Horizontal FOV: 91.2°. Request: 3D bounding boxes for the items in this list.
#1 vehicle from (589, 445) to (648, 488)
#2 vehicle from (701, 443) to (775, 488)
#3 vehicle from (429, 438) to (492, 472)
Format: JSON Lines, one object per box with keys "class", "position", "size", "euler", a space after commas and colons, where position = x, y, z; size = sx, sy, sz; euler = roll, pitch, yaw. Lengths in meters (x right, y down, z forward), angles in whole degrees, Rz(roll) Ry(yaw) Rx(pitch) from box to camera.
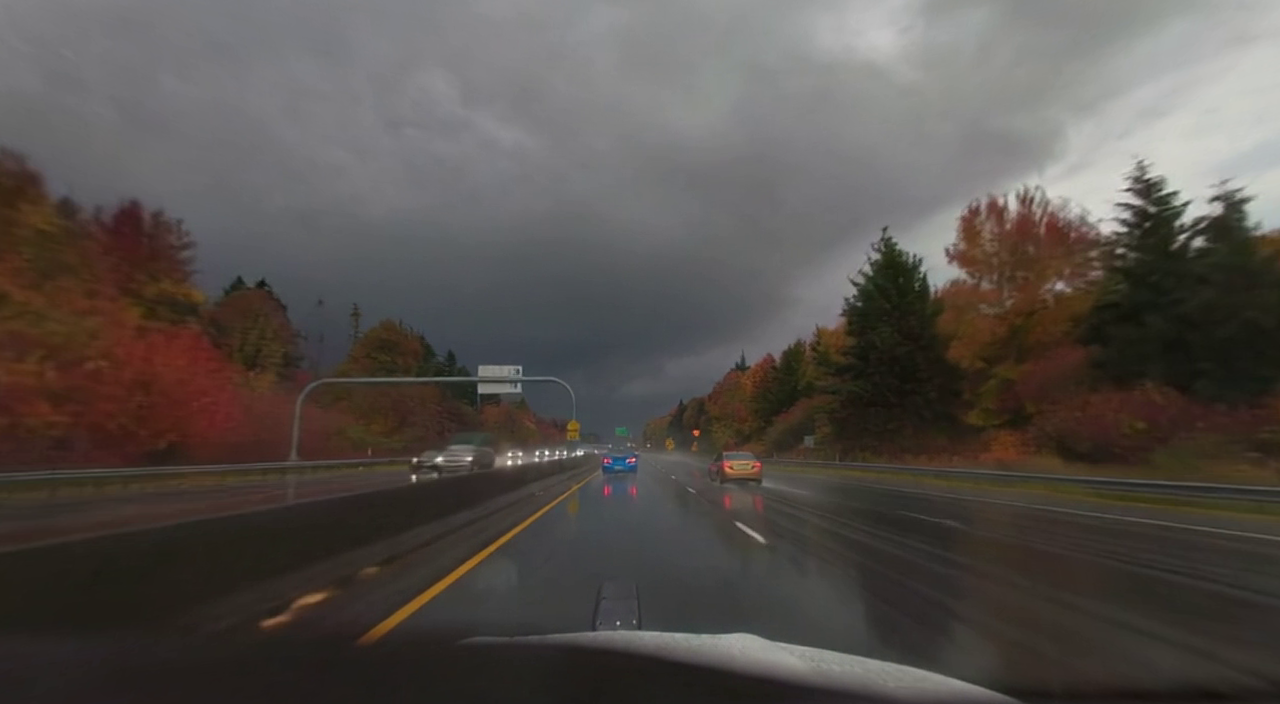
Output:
{"class": "vehicle", "position": [-0.799, 4.512, 25.065], "size": [2.128, 1.516, 4.410], "euler": [0, -9, -1]}
{"class": "vehicle", "position": [3.770, 4.458, 24.930], "size": [2.300, 1.595, 4.144], "euler": [-1, -9, 0]}
{"class": "vehicle", "position": [-9.695, 5.621, 34.250], "size": [2.098, 1.694, 4.672], "euler": [0, -9, -1]}
